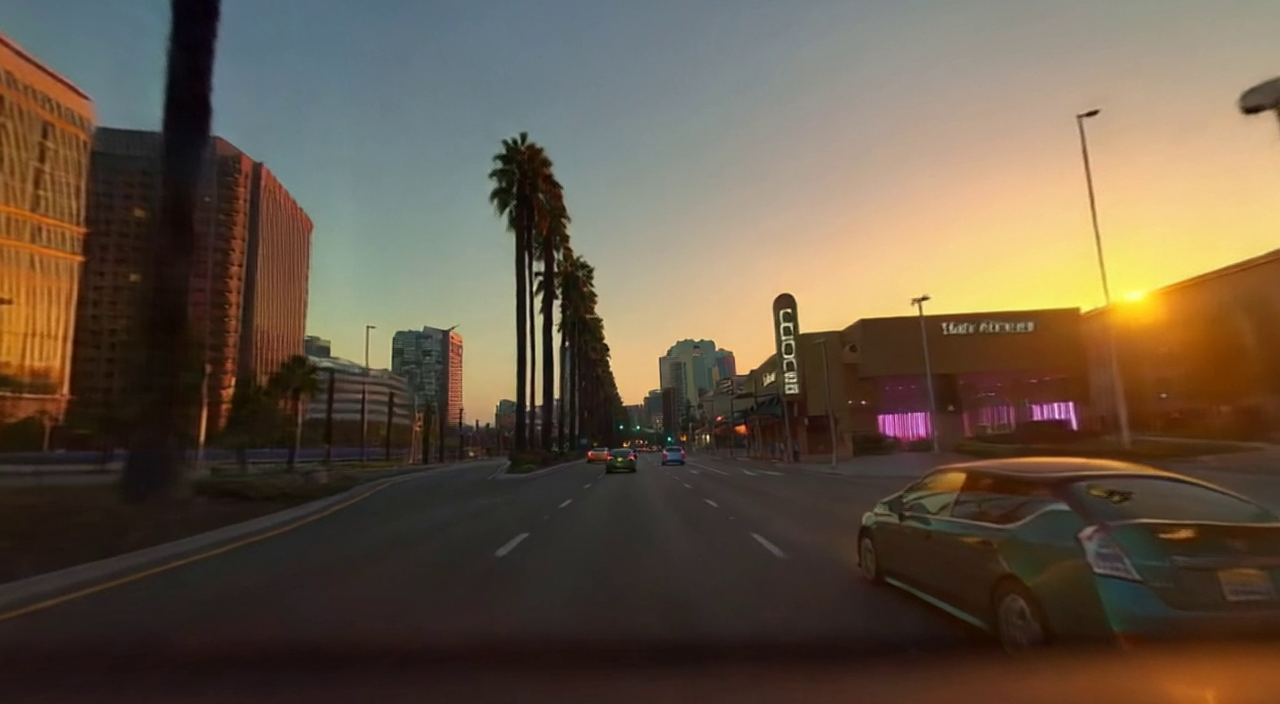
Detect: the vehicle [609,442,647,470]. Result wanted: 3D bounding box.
[{"bbox_3d":[-0.682,6.586,40.219,2.160,1.615,4.117,-1,-9,2],"label":"vehicle"}]
